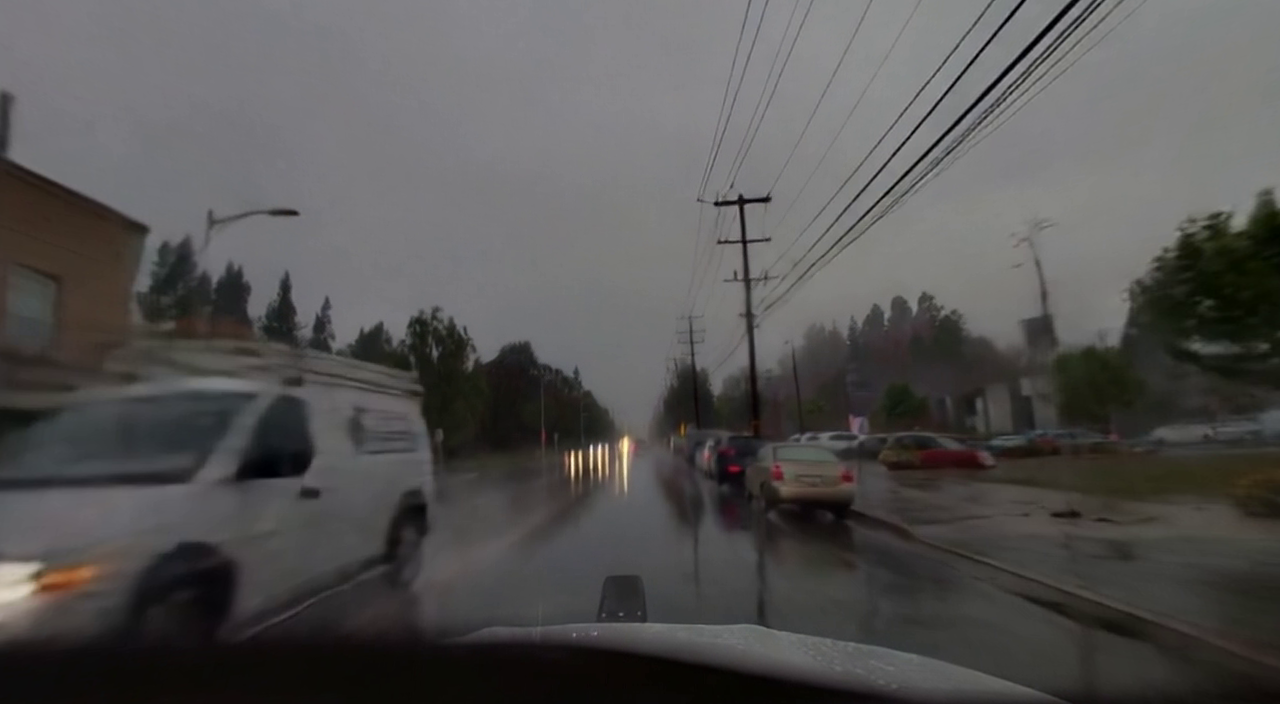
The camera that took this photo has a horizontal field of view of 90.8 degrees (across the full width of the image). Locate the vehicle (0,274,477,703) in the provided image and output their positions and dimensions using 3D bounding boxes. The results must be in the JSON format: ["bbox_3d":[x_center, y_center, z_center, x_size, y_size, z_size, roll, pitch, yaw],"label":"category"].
[{"bbox_3d":[-2.828,1.030,4.709,2.115,2.065,4.452,0,-9,-1],"label":"vehicle"}]

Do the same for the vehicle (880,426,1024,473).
[{"bbox_3d":[10.669,3.377,21.859,3.944,1.476,1.852,-1,-10,1],"label":"vehicle"}]

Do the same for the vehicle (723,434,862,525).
[{"bbox_3d":[2.941,2.490,13.112,2.261,1.503,4.695,-2,-8,9],"label":"vehicle"}]
